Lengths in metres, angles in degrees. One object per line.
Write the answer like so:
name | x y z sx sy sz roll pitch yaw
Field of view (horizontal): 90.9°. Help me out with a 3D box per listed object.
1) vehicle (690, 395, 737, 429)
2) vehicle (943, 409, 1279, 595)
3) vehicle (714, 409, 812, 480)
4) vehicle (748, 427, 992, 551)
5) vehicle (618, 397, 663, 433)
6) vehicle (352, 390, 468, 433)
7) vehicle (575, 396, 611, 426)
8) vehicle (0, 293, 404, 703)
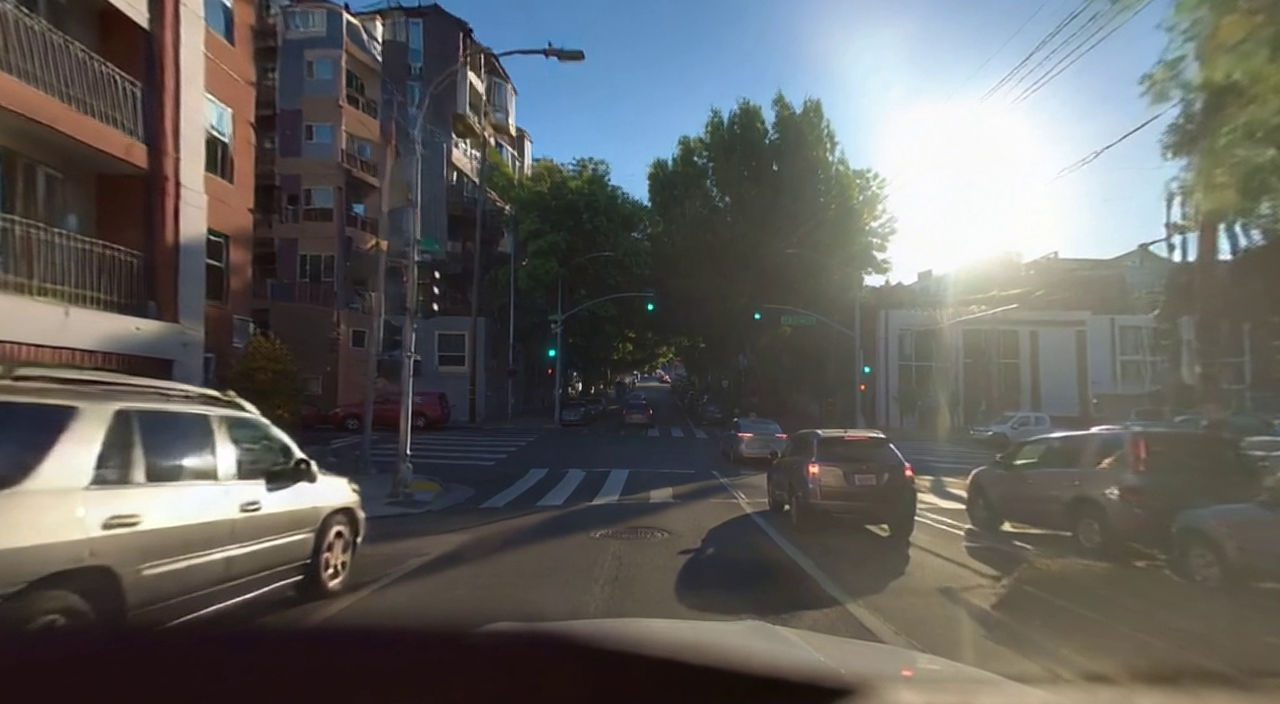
vehicle | 3.897 3.311 34.187 2.093 1.655 4.327 0 -8 1
vehicle | 6.111 1.765 8.330 1.999 1.752 4.502 0 -8 1
vehicle | 3.331 2.509 17.864 1.970 1.490 4.016 0 -1 0
vehicle | 3.130 1.974 9.849 2.055 1.450 4.676 0 -8 0
vehicle | 0.063 2.961 29.025 1.923 1.460 3.923 0 -8 1
vehicle | -10.164 2.684 28.115 4.304 1.755 2.083 0 -8 1
vehicle | -2.676 3.480 36.766 1.878 1.521 3.697 0 -8 -1
vehicle | -3.552 0.961 4.192 2.016 1.885 4.723 0 -8 1
